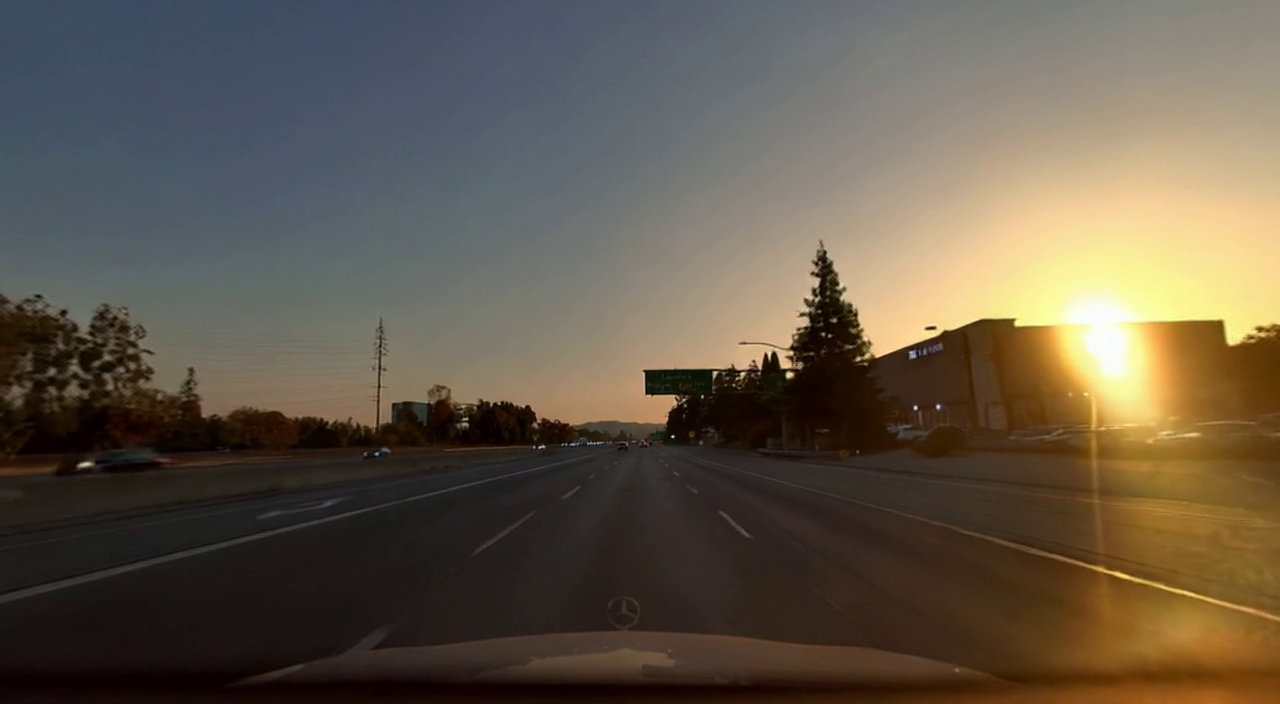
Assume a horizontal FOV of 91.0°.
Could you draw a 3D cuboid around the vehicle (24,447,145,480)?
[{"bbox_3d":[-29.158,5.847,33.300,1.952,1.520,4.798,-1,-9,1],"label":"vehicle"}]
